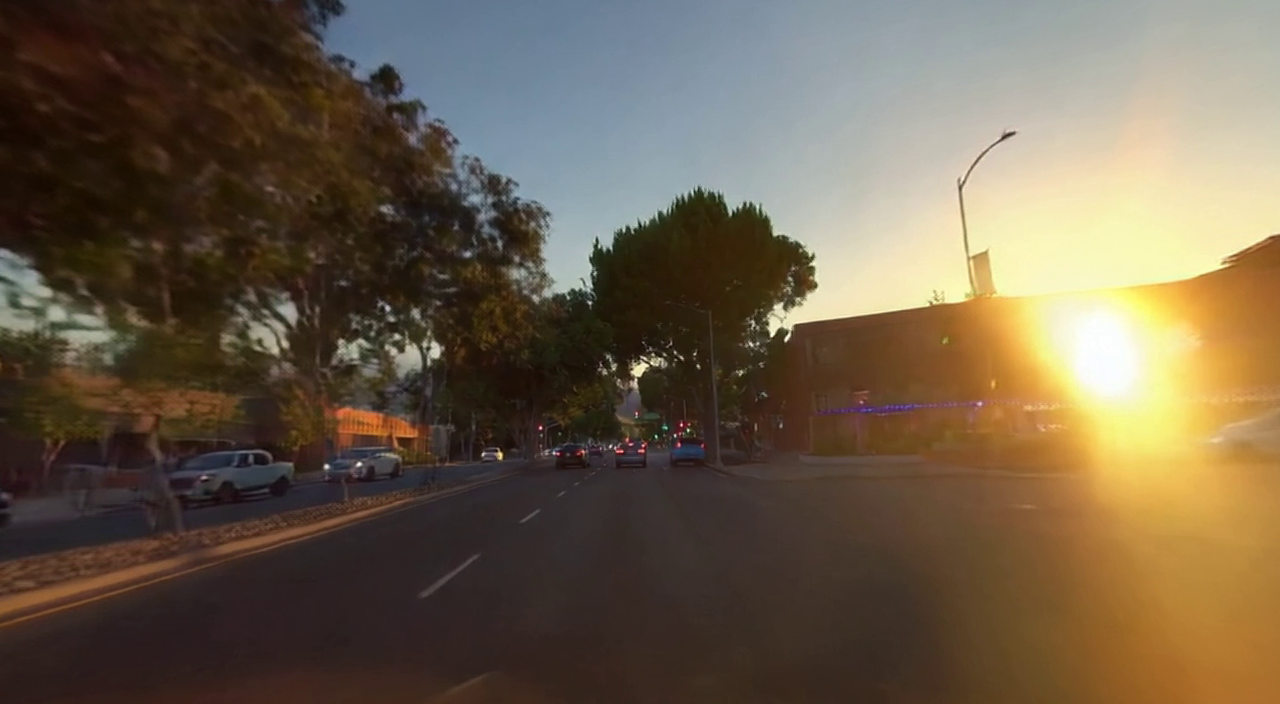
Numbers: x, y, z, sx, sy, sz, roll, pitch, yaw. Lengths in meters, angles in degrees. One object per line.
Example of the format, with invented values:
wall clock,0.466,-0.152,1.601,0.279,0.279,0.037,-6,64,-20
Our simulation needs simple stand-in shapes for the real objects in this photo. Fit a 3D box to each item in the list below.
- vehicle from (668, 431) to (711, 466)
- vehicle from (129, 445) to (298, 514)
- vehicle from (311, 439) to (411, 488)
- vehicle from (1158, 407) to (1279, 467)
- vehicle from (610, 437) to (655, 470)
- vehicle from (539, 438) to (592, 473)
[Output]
vehicle,2.776,5.533,36.591,2.175,1.850,5.118,-1,-8,2
vehicle,-12.560,3.722,19.045,1.986,1.712,4.399,-1,-8,1
vehicle,-12.384,4.929,28.469,2.260,1.921,4.902,-1,-8,0
vehicle,17.203,2.249,16.945,4.517,1.455,2.233,-1,-8,3
vehicle,-0.327,4.994,31.335,2.085,1.475,3.976,-1,-8,0
vehicle,-3.445,4.833,29.742,1.921,1.477,4.083,-1,-8,1
